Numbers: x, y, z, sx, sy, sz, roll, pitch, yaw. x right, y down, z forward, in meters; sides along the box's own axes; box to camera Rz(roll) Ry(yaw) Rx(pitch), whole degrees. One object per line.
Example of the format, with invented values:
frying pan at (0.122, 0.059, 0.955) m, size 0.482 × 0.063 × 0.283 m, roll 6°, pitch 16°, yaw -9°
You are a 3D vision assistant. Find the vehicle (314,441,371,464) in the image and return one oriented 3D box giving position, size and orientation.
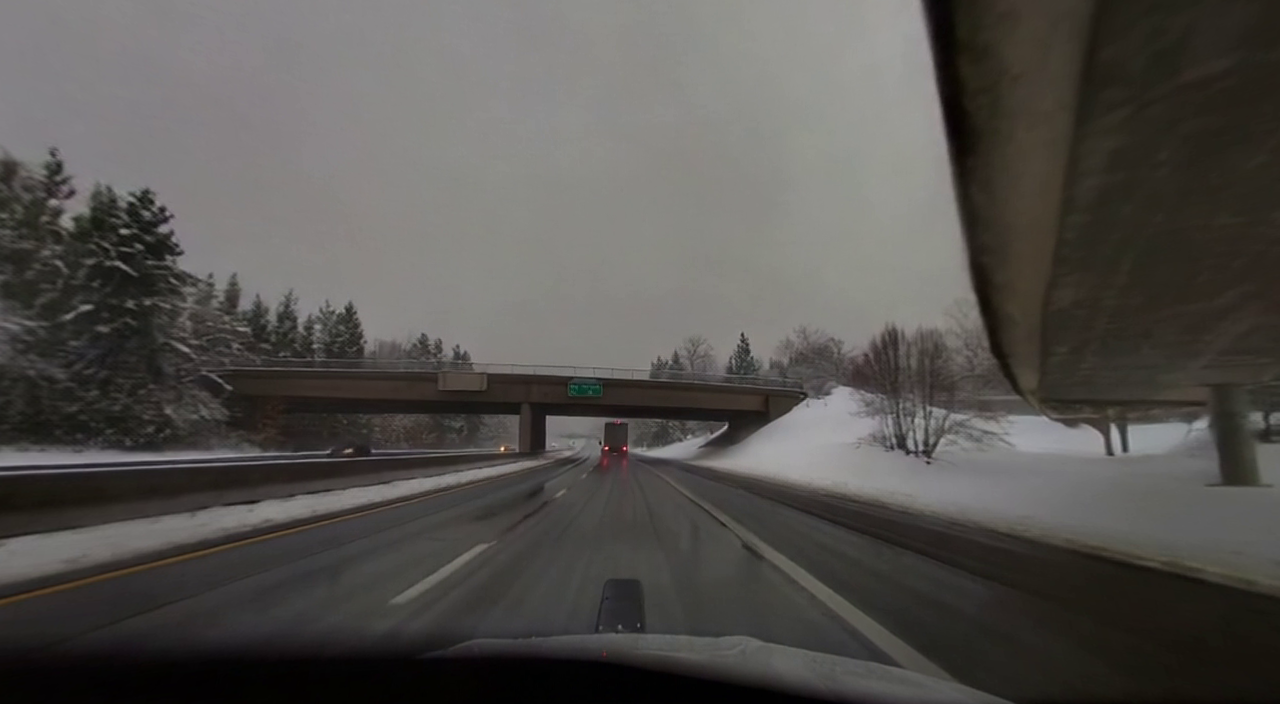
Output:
vehicle at (-20.932, 7.132, 44.649) m, size 1.848 × 1.540 × 4.633 m, roll 0°, pitch -9°, yaw -1°
